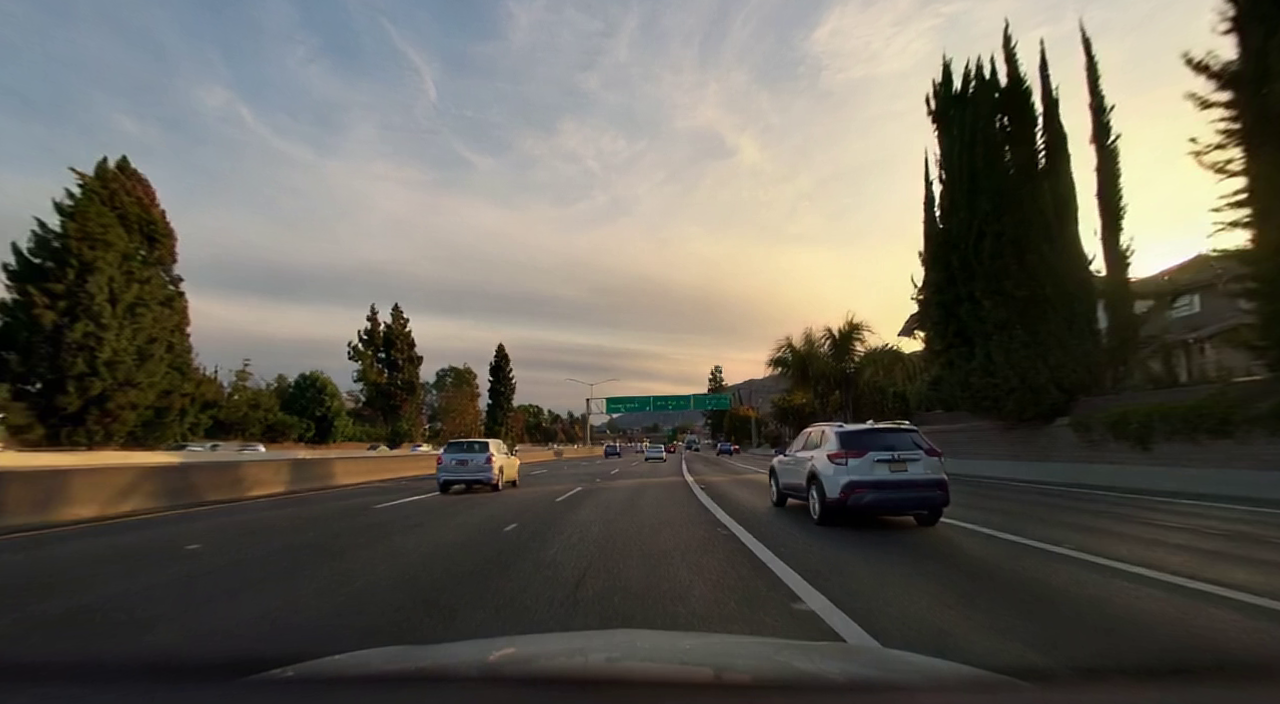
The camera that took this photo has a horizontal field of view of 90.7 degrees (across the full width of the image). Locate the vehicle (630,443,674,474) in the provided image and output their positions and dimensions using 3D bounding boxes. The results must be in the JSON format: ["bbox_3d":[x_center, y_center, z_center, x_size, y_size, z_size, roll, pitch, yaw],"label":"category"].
[{"bbox_3d":[0.641,5.524,33.115,2.146,1.485,4.332,0,-8,2],"label":"vehicle"}]

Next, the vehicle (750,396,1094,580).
[{"bbox_3d":[3.319,1.757,9.052,2.463,1.851,5.122,0,-8,-1],"label":"vehicle"}]

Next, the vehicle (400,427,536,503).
[{"bbox_3d":[-4.275,2.884,16.568,2.260,1.706,4.177,0,-8,2],"label":"vehicle"}]
